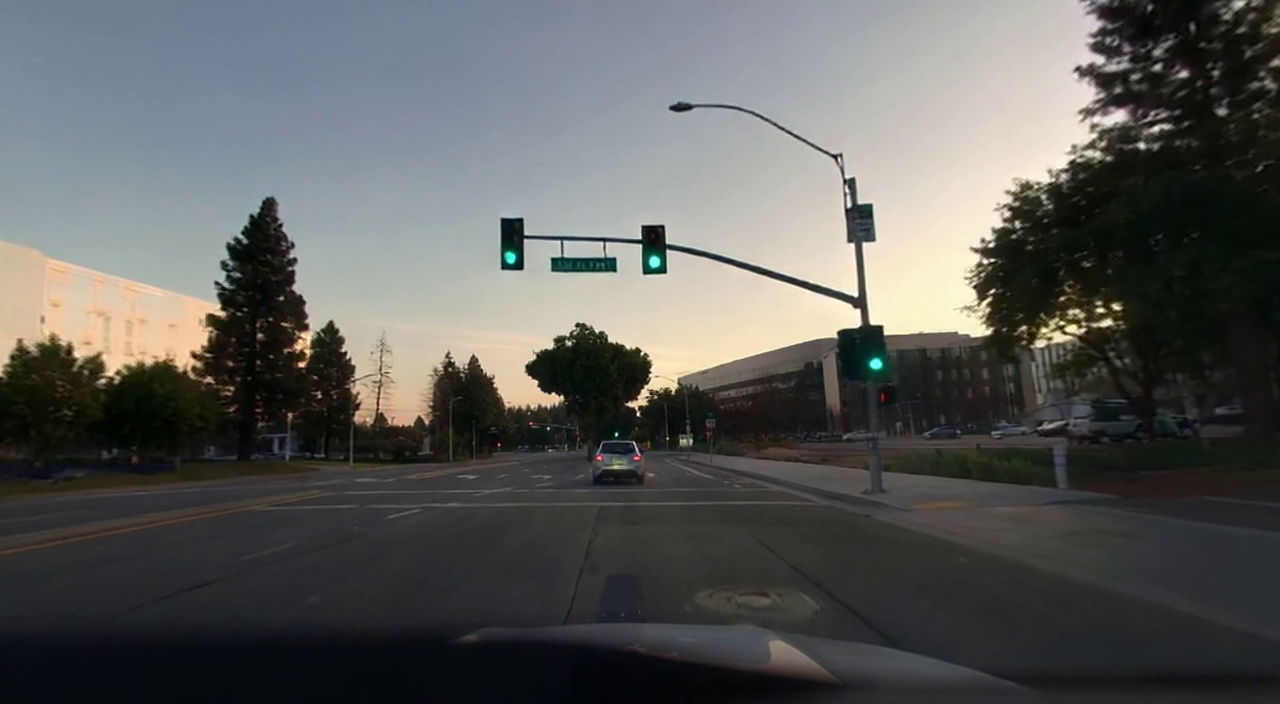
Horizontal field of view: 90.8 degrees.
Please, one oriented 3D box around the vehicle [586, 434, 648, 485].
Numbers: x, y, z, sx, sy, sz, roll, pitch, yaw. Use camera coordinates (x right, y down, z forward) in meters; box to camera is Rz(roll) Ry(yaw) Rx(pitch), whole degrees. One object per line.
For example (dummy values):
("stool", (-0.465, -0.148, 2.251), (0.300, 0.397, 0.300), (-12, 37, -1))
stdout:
("vehicle", (-0.833, 3.986, 23.695), (2.130, 1.711, 4.038), (0, -9, -1))
